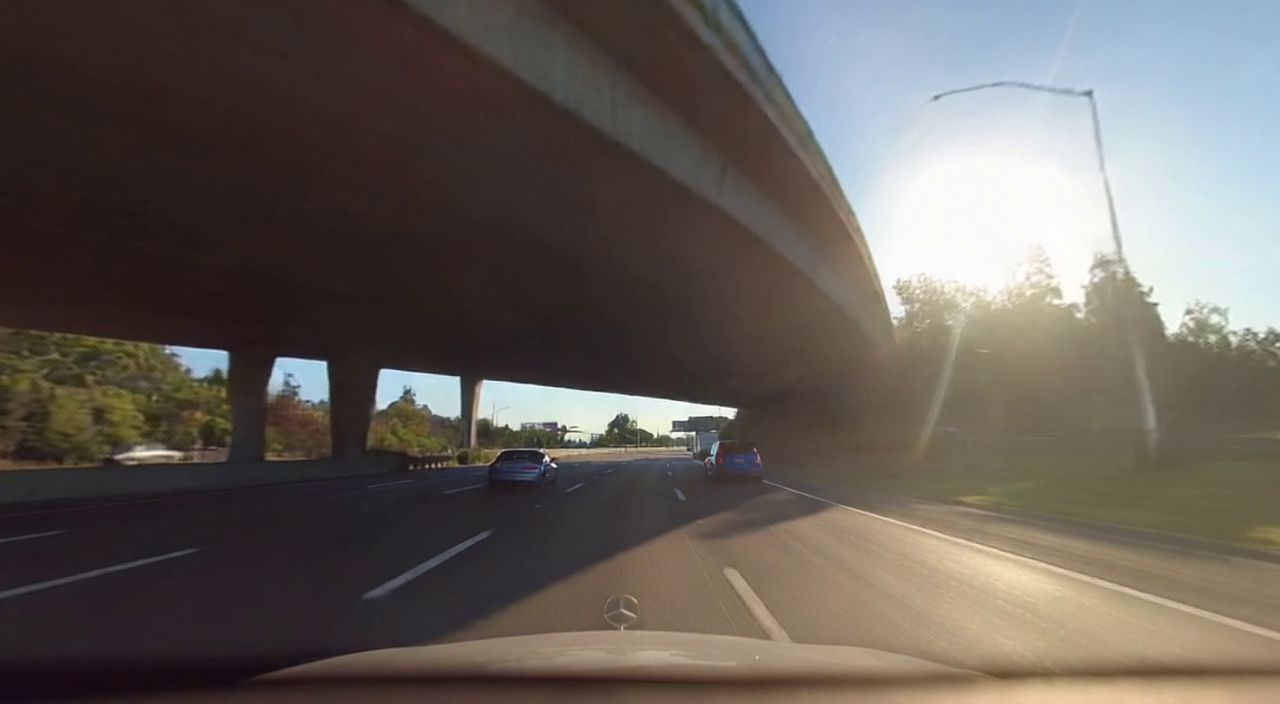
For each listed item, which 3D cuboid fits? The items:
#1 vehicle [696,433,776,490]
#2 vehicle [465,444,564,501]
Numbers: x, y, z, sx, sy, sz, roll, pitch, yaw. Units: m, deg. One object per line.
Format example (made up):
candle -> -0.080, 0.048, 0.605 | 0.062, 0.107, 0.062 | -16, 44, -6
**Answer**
vehicle -> 3.307, 3.873, 22.590 | 2.225, 1.833, 4.340 | 0, -9, 1
vehicle -> -3.579, 3.508, 18.787 | 1.937, 1.490, 4.372 | 0, -9, 1
